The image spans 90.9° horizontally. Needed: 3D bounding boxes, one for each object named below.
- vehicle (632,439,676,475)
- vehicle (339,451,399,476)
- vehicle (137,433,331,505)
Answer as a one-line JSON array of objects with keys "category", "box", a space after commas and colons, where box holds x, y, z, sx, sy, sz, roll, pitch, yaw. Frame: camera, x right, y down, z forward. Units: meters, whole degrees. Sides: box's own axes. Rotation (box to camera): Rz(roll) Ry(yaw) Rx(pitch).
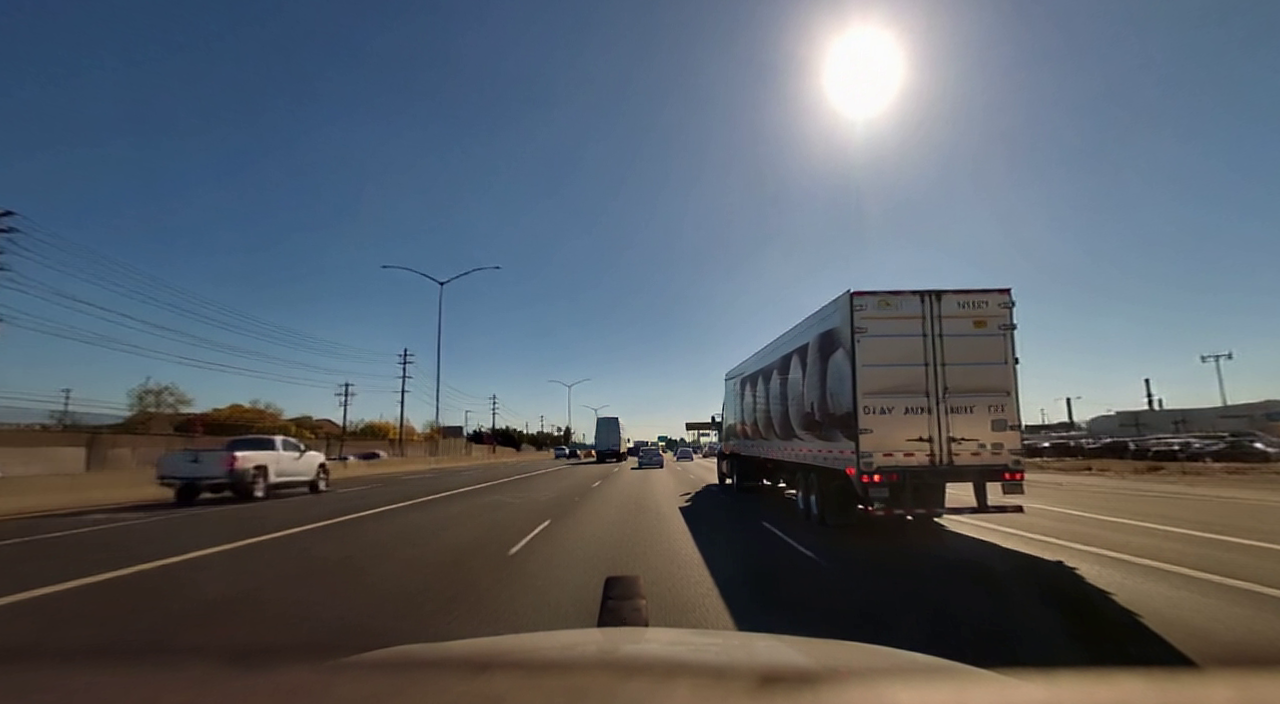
[{"category": "vehicle", "box": [0.742, 5.860, 35.452, 2.279, 1.837, 4.747, 0, -8, 0]}, {"category": "vehicle", "box": [-16.358, 6.721, 38.270, 1.938, 1.421, 3.567, -1, -8, 2]}, {"category": "vehicle", "box": [-10.856, 3.141, 17.437, 2.097, 1.673, 4.730, 0, -8, 1]}]
